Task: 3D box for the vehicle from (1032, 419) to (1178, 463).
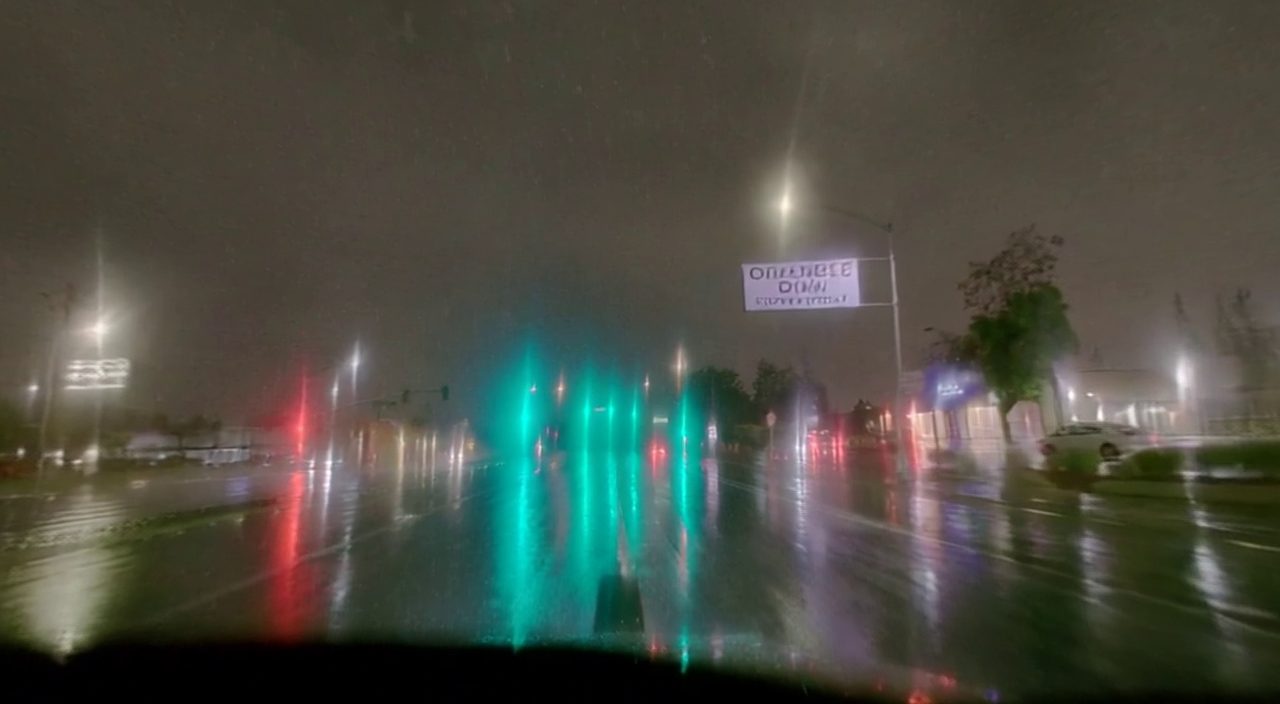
[{"bbox_3d":[16.931,3.287,23.344,1.812,1.467,4.411,0,-8,-4],"label":"vehicle"}]
